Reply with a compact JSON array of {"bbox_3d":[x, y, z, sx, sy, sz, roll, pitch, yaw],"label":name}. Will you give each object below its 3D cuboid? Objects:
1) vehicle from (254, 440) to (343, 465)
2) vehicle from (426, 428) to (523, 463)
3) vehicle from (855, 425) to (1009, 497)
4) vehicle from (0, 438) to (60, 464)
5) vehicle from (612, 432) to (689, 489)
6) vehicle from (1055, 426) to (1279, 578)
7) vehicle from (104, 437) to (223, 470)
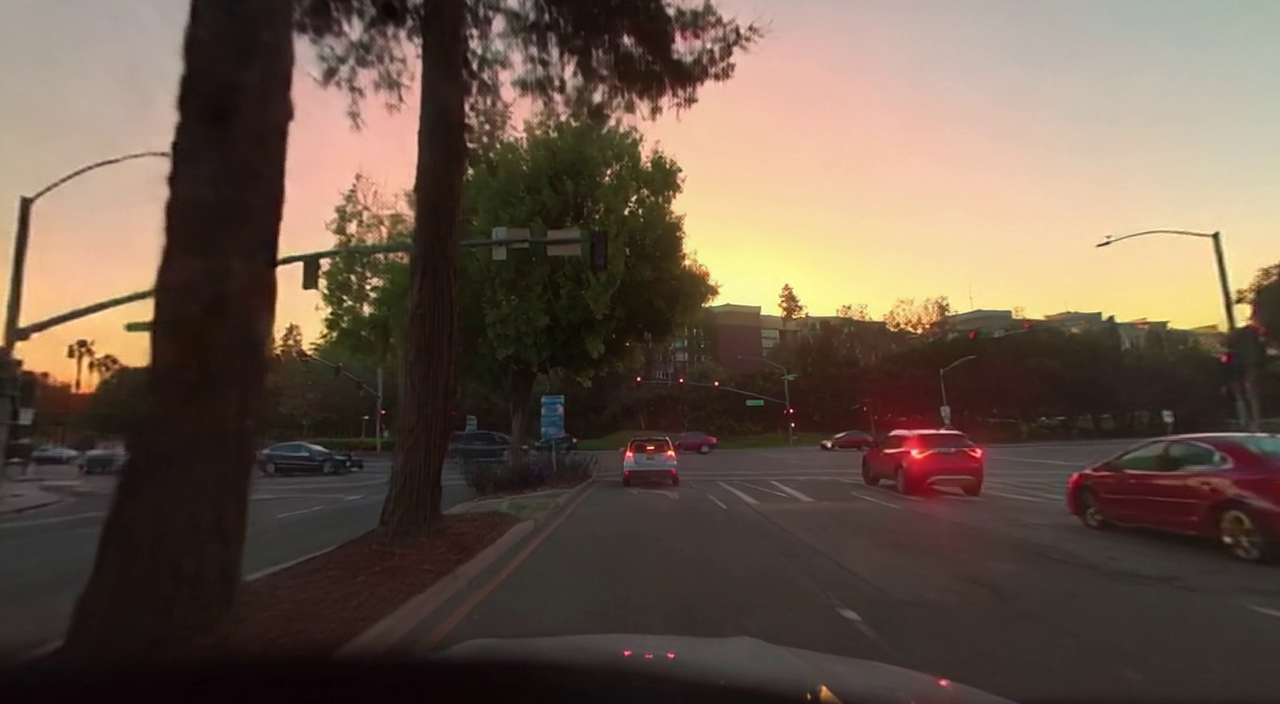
[{"bbox_3d":[-20.753,6.115,38.461,4.399,1.445,1.769,-1,-8,1],"label":"vehicle"},{"bbox_3d":[-9.072,5.173,34.821,4.786,1.803,1.967,-1,-8,2],"label":"vehicle"},{"bbox_3d":[7.288,2.770,16.343,1.901,1.577,4.348,0,-8,0],"label":"vehicle"},{"bbox_3d":[-46.696,7.428,47.327,4.118,1.894,2.155,-1,-8,0],"label":"vehicle"},{"bbox_3d":[0.256,3.164,18.655,2.041,1.485,3.813,0,-8,-1],"label":"vehicle"},{"bbox_3d":[7.126,1.663,7.526,1.726,1.467,3.793,0,-8,0],"label":"vehicle"},{"bbox_3d":[-26.325,5.607,34.966,4.921,1.757,2.036,-1,-8,2],"label":"vehicle"}]
